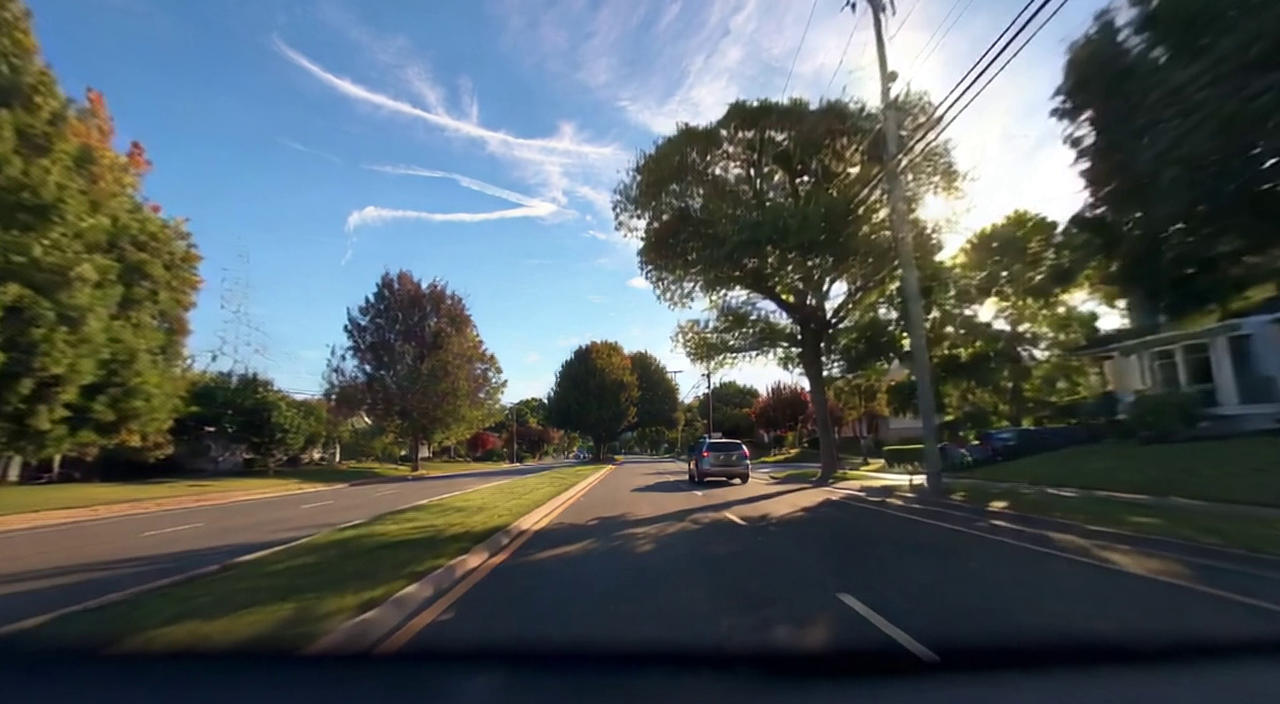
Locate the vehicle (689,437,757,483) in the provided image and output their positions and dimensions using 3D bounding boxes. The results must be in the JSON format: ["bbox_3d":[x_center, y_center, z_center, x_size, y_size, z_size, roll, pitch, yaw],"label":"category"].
[{"bbox_3d":[3.479,4.663,27.596,2.193,1.777,4.772,0,-8,-2],"label":"vehicle"}]
